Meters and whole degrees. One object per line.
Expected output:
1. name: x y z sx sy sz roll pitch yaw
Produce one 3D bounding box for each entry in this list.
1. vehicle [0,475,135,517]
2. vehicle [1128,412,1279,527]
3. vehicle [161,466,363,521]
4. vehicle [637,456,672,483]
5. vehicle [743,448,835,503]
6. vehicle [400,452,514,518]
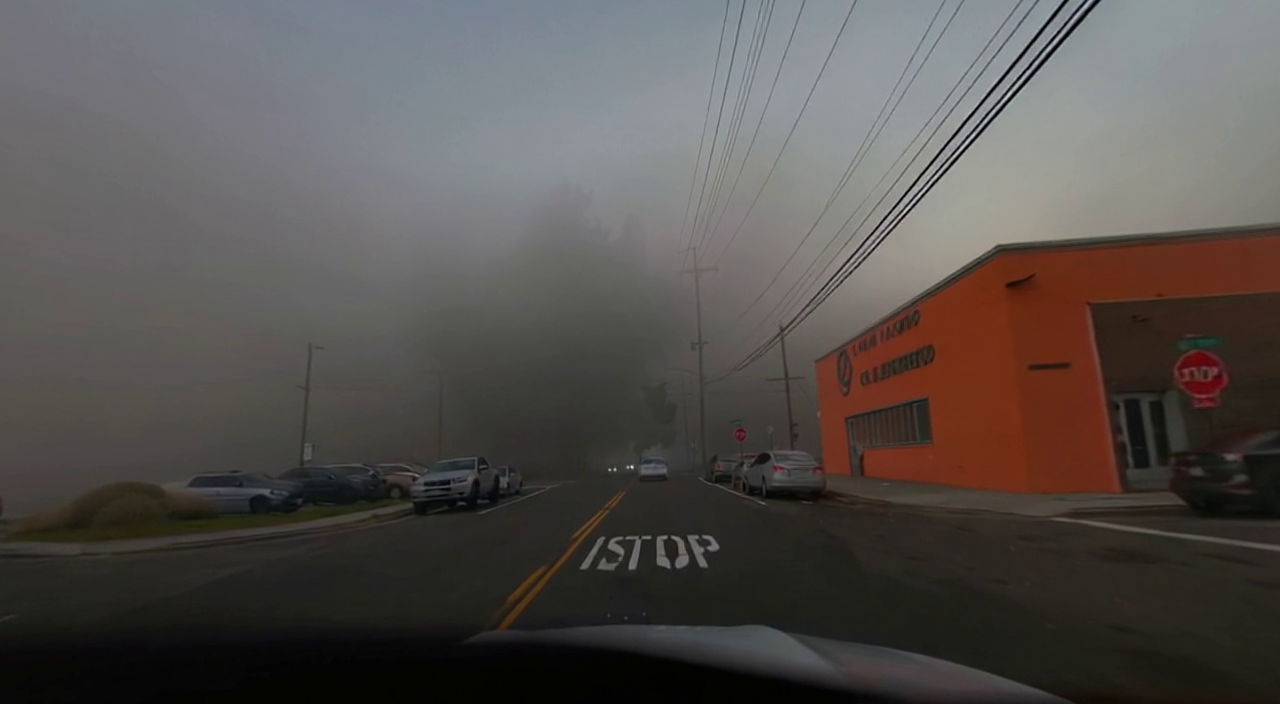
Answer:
1. vehicle: -23.073 5.627 24.767 4.660 1.488 1.930 0 -8 -2
2. vehicle: 11.558 1.908 10.511 5.255 1.688 1.994 1 -9 -4
3. vehicle: -11.567 4.347 19.604 4.968 1.493 1.961 0 -8 -2
4. vehicle: 0.971 7.211 38.800 2.033 1.464 4.645 0 -8 3
5. vehicle: 4.390 3.678 19.290 1.840 1.452 4.517 0 -8 2
6. vehicle: -5.625 4.115 20.185 2.146 1.775 5.117 0 -8 -1
